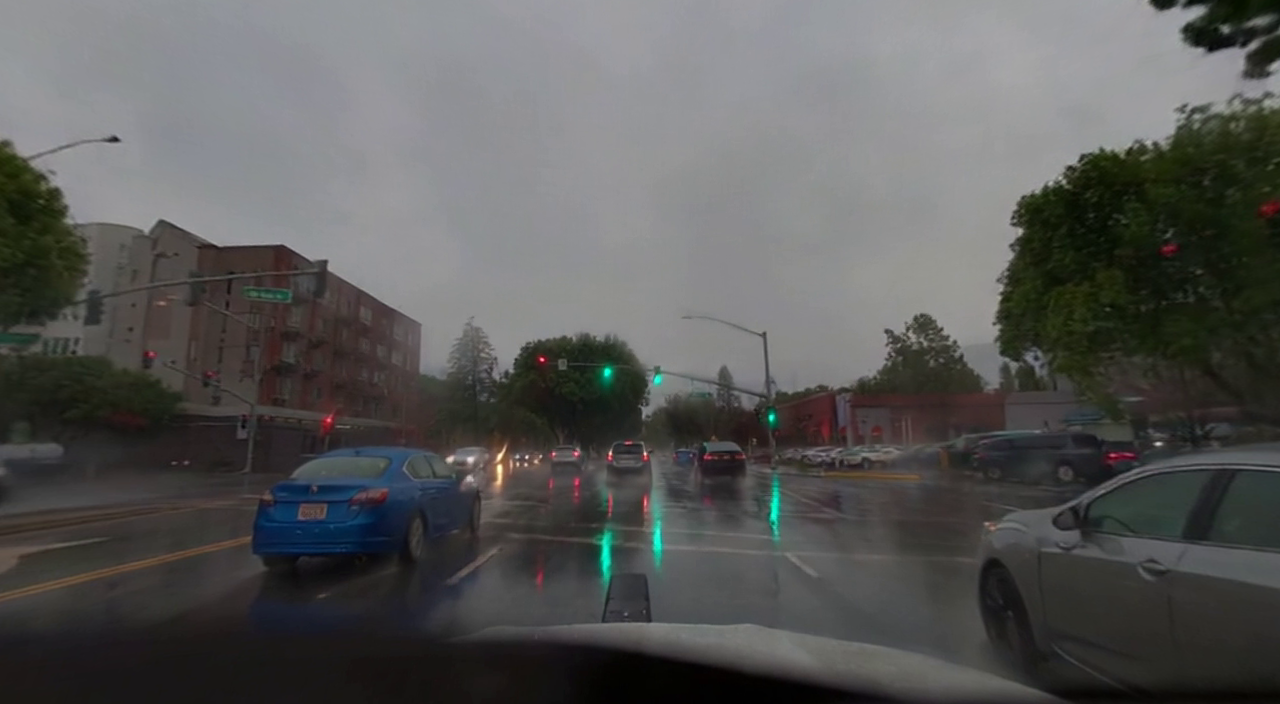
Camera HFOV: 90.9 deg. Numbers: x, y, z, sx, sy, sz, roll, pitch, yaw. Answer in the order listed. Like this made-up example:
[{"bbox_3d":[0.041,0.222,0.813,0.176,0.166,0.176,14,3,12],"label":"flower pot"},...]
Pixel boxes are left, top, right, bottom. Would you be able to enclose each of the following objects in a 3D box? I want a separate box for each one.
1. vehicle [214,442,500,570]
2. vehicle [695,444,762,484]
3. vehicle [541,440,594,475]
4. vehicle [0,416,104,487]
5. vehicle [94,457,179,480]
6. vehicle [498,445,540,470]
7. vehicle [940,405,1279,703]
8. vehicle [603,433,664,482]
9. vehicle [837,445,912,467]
[{"bbox_3d":[-3.551,1.976,8.903,2.115,1.369,3.908,0,-8,2],"label":"vehicle"},{"bbox_3d":[3.500,4.493,25.699,2.058,1.472,4.317,0,-8,0],"label":"vehicle"},{"bbox_3d":[-3.624,5.342,32.235,2.130,1.645,3.995,0,-8,1],"label":"vehicle"},{"bbox_3d":[-35.049,5.185,33.147,12.467,3.385,3.314,-2,-9,13],"label":"vehicle"},{"bbox_3d":[-36.616,8.465,45.949,4.458,1.494,1.849,4,-9,-26],"label":"vehicle"},{"bbox_3d":[-8.766,7.643,46.009,2.059,1.559,4.709,-4,-8,1],"label":"vehicle"},{"bbox_3d":[3.137,0.938,2.171,2.052,1.475,4.540,0,-8,1],"label":"vehicle"},{"bbox_3d":[-0.245,4.436,26.784,2.361,1.898,4.465,0,-8,0],"label":"vehicle"},{"bbox_3d":[16.209,7.216,43.741,4.407,1.492,1.930,0,-8,2],"label":"vehicle"}]
